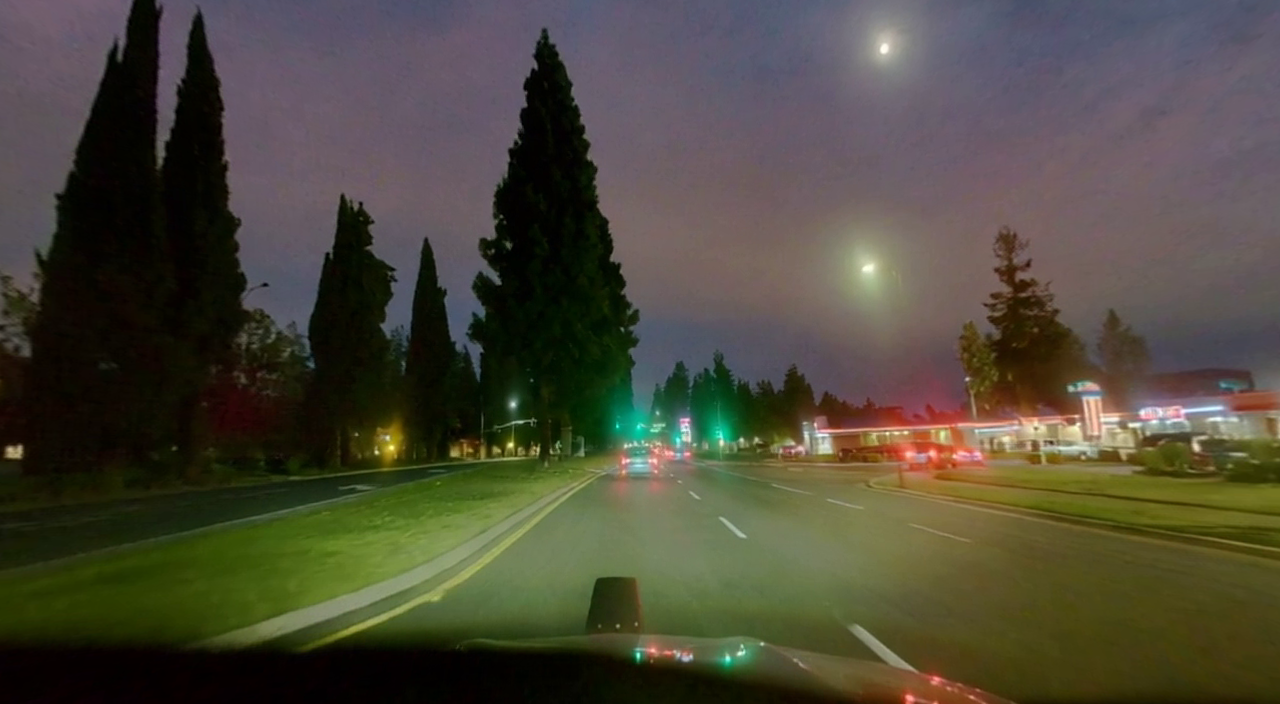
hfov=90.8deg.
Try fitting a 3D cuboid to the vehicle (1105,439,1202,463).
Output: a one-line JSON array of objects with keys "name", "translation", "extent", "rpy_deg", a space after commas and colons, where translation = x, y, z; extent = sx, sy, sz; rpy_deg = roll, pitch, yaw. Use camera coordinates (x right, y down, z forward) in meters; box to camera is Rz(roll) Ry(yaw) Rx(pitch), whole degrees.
[{"name": "vehicle", "translation": [34.850, 6.696, 43.019], "extent": [1.853, 1.552, 4.707], "rpy_deg": [4, -9, -30]}]

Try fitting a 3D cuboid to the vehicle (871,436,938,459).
[{"name": "vehicle", "translation": [20.559, 7.395, 49.171], "extent": [4.210, 1.727, 2.227], "rpy_deg": [1, -7, -8]}]
